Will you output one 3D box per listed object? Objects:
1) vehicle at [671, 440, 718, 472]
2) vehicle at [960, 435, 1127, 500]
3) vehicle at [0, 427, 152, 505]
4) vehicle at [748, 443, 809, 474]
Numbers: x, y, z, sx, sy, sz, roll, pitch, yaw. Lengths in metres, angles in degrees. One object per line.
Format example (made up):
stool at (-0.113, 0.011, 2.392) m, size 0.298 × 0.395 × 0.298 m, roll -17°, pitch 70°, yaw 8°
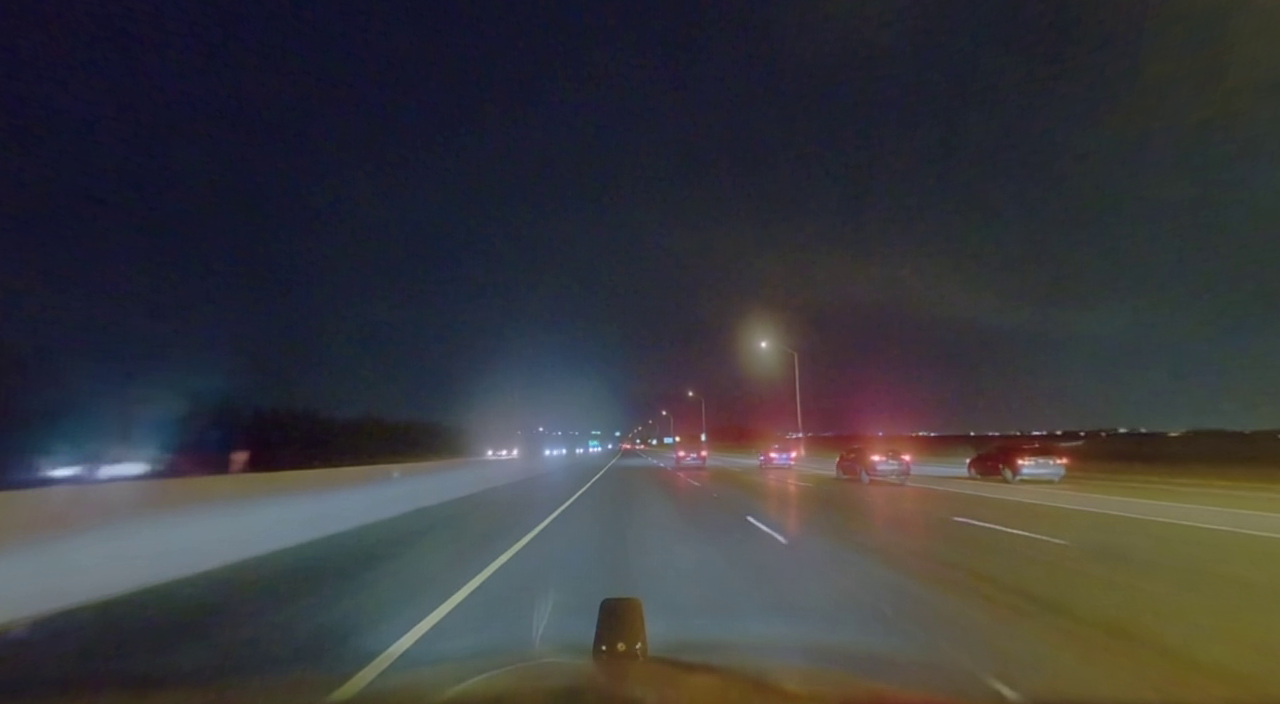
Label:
vehicle at (2.841, 5.517, 33.737) m, size 1.977 × 1.601 × 4.598 m, roll 1°, pitch -9°, yaw -2°
vehicle at (10.919, 3.139, 17.523) m, size 1.844 × 1.560 × 4.085 m, roll 0°, pitch -8°, yaw -1°
vehicle at (-10.503, 1.830, 10.391) m, size 1.866 × 1.163 × 3.756 m, roll 0°, pitch -8°, yaw 2°
vehicle at (6.862, 5.306, 31.766) m, size 1.952 × 1.442 × 4.259 m, roll 1°, pitch -9°, yaw -2°
